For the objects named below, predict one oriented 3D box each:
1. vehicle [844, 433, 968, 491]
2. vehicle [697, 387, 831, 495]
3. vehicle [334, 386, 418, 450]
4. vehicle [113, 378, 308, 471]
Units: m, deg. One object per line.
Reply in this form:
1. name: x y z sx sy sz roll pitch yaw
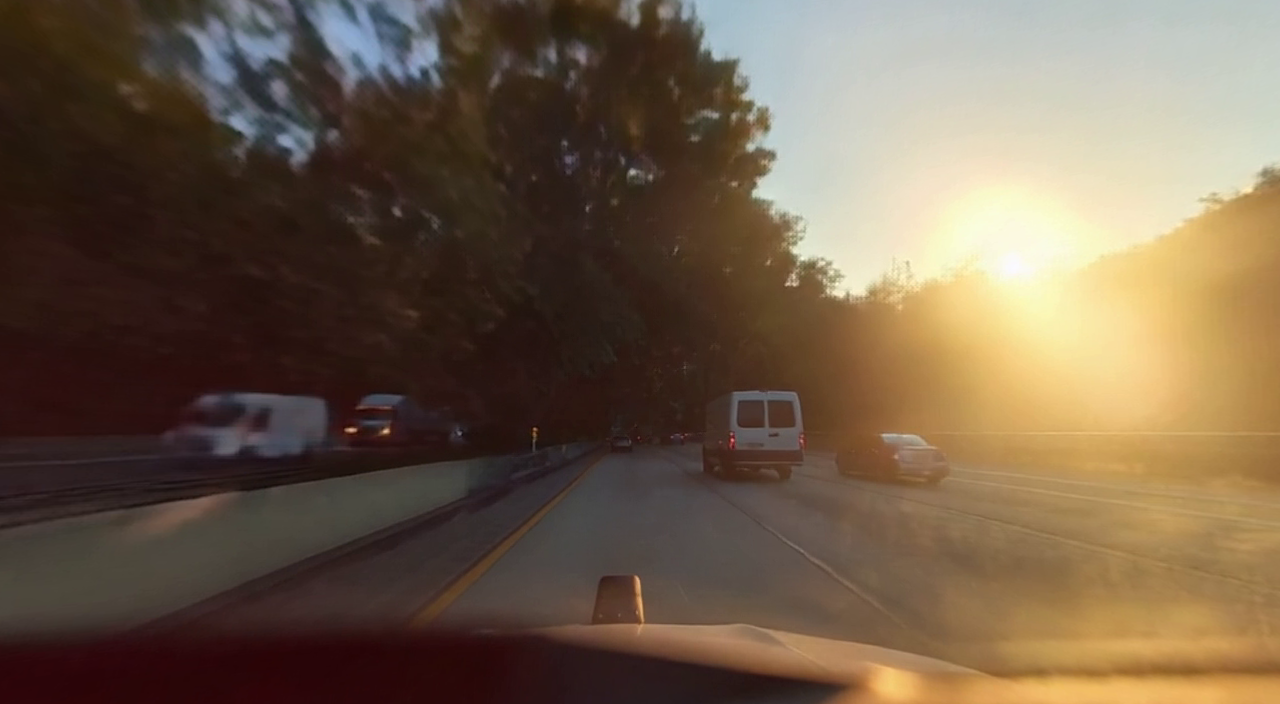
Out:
1. vehicle: 7.437 3.087 18.081 1.821 1.468 3.805 0 -8 -1
2. vehicle: 3.140 2.442 17.499 2.436 2.521 5.409 0 -8 -2
3. vehicle: -17.339 4.441 41.823 2.973 3.930 5.878 0 -8 -1
4. vehicle: -13.033 2.308 19.777 2.284 2.500 5.367 0 -8 0
